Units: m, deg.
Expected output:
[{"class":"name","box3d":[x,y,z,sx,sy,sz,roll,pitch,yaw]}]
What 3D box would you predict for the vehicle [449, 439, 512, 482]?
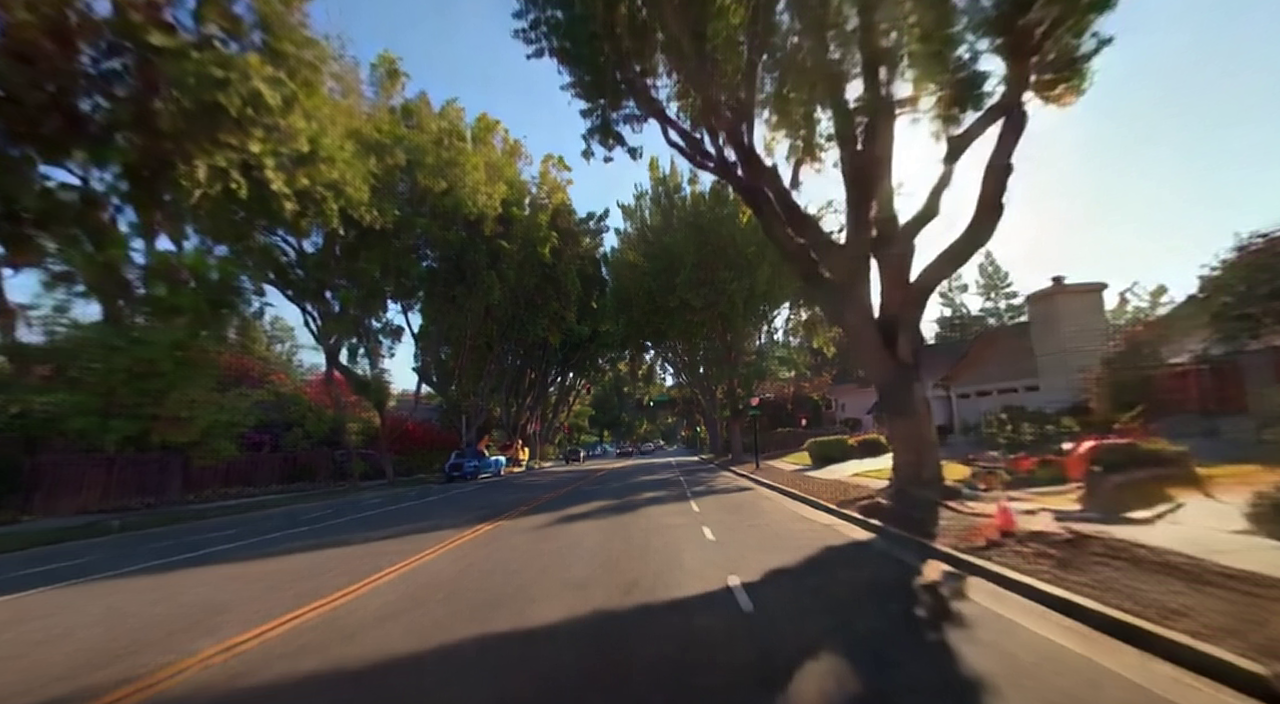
[{"class":"vehicle","box3d":[-8.278,5.639,33.126,1.998,1.814,4.559,-4,-6,1]}]
